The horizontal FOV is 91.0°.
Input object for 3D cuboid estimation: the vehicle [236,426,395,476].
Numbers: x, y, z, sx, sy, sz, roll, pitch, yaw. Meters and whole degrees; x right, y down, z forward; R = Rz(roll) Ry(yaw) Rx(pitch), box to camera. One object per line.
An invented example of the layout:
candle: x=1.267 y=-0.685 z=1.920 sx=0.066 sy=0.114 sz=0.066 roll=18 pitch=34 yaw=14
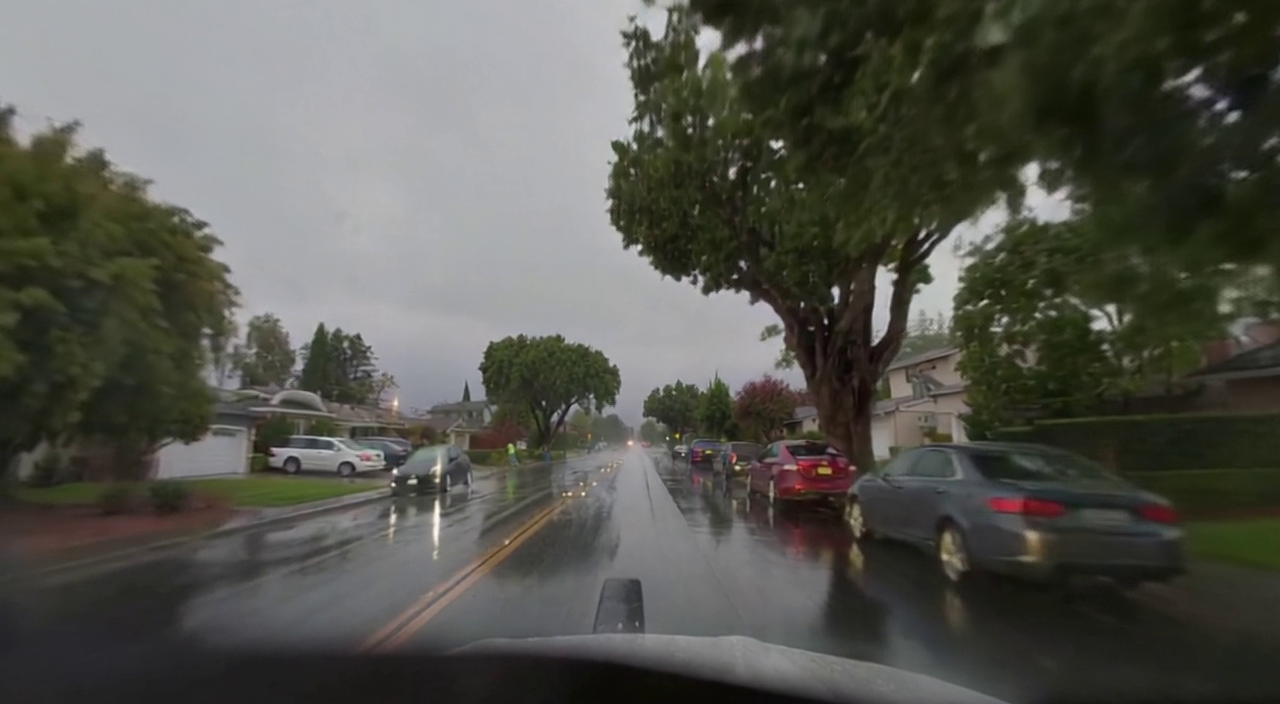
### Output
vehicle: x=-14.186 y=4.348 z=27.792 sx=5.681 sy=2.094 sz=2.344 roll=0 pitch=-8 yaw=0

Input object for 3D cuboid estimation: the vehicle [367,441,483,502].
vehicle: x=-6.372 y=3.532 z=19.281 sx=1.985 sy=1.497 sz=4.655 roll=-2 pitch=-7 yaw=0

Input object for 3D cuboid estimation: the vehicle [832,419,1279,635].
vehicle: x=3.819 y=1.606 z=6.951 sx=1.917 sy=1.569 sz=4.460 roll=0 pitch=-8 yaw=-1

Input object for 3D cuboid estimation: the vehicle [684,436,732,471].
vehicle: x=3.697 y=5.607 z=35.073 sx=2.039 sy=1.780 sz=4.884 roll=0 pitch=-8 yaw=-1

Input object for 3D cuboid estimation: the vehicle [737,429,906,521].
vehicle: x=3.708 y=2.610 z=14.110 sx=2.157 sy=1.639 sz=5.297 roll=0 pitch=-8 yaw=-1
